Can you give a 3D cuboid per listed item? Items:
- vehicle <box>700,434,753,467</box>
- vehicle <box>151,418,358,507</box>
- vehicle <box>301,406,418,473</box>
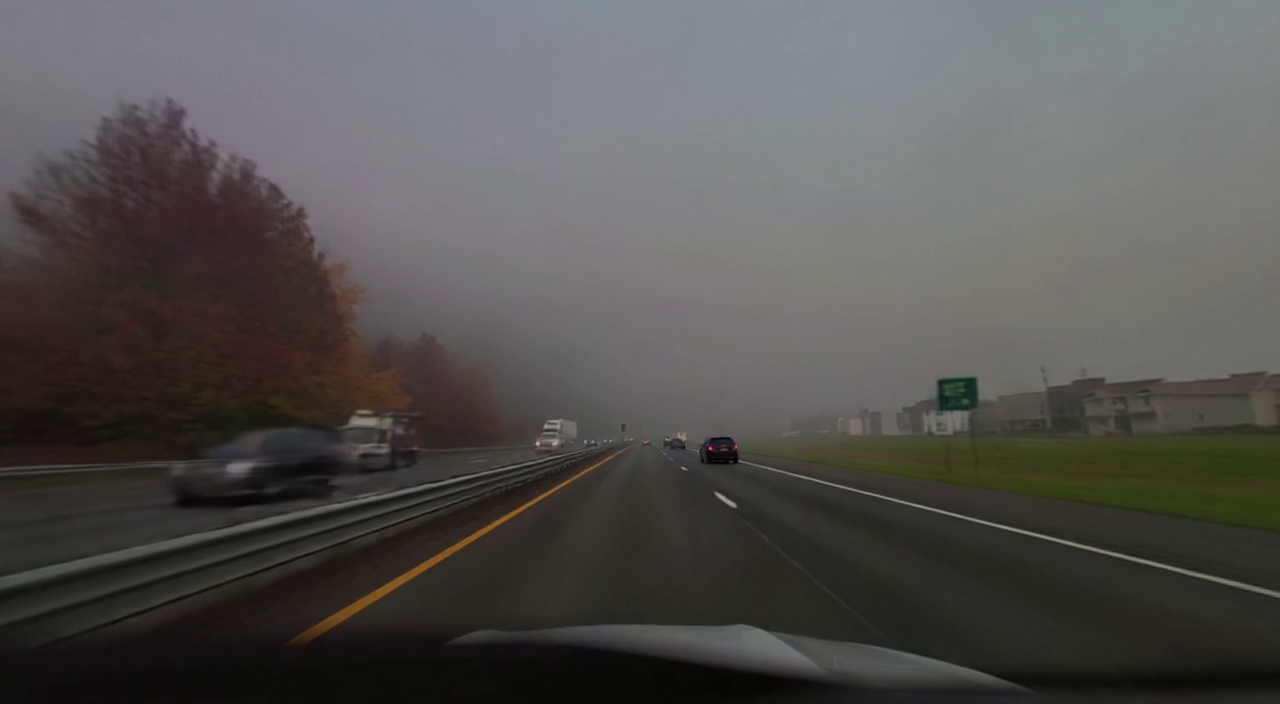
[{"bbox_3d":[4.266,4.920,31.667,2.024,1.516,4.197,0,-8,-1],"label":"vehicle"},{"bbox_3d":[-8.711,2.521,14.830,1.954,1.757,4.603,0,-8,0],"label":"vehicle"},{"bbox_3d":[-13.026,4.138,29.816,2.524,2.819,6.073,-1,-8,2],"label":"vehicle"}]
